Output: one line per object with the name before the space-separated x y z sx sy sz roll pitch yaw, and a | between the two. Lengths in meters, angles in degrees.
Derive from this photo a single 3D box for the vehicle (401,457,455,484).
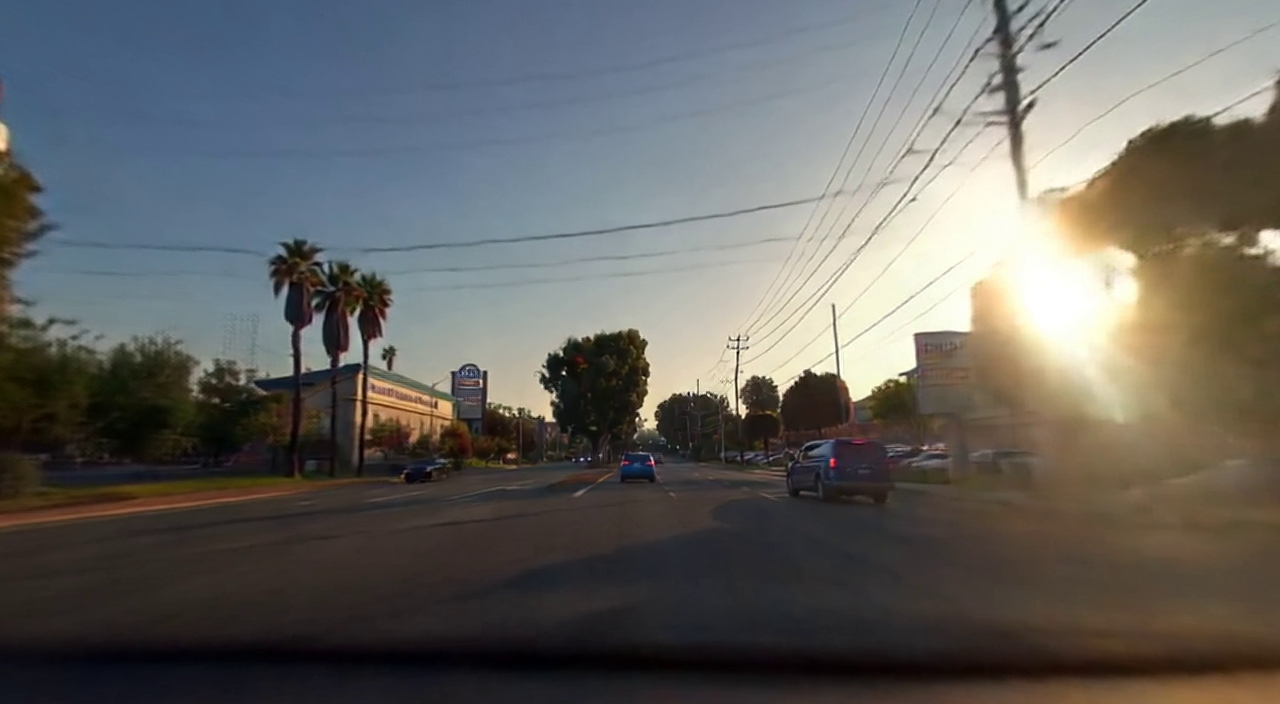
vehicle | -14.207 7.957 42.449 1.997 1.641 4.528 0 -9 1

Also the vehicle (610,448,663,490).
vehicle | -0.166 5.023 27.406 2.138 1.672 4.168 0 -9 -1

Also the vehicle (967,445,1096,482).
vehicle | 17.945 5.112 29.018 4.490 1.604 2.089 0 -9 1

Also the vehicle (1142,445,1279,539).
vehicle | 11.519 2.336 10.663 4.400 1.507 2.009 -6 -11 32

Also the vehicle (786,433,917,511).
vehicle | 5.806 3.346 17.995 2.107 1.928 4.471 0 -9 0
